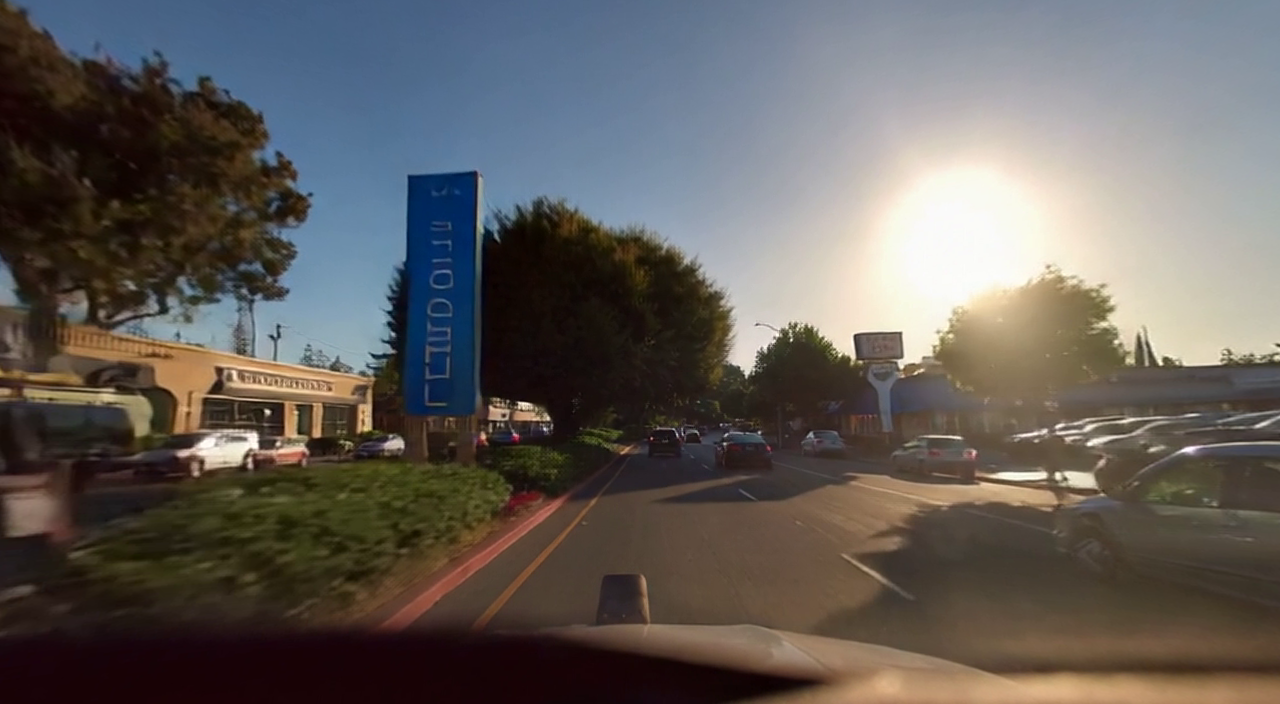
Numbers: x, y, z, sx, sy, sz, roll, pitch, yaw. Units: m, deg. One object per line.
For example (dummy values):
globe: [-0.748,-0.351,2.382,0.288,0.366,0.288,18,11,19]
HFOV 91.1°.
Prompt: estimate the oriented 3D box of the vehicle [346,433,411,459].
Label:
vehicle: [-17.781,6.375,42.961,2.034,1.532,5.548,1,-7,1]

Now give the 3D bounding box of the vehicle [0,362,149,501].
vehicle: [-18.196,2.199,17.338,2.811,3.604,7.566,0,-8,2]

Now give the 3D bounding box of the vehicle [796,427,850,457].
vehicle: [11.392,5.649,39.359,2.123,1.726,4.520,0,-8,1]

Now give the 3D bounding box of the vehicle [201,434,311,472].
vehicle: [-18.170,4.792,30.077,2.141,1.655,4.978,0,-8,0]

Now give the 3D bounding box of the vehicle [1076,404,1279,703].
vehicle: [4.033,0.867,2.140,1.908,1.463,4.506,0,-8,1]

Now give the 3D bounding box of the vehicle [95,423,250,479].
vehicle: [-18.230,3.892,24.928,1.948,1.965,5.421,0,-8,0]

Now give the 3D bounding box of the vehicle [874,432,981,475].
vehicle: [11.334,4.027,25.185,2.110,1.535,4.506,1,-8,-1]

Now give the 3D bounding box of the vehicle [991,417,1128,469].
vehicle: [16.581,3.649,25.205,2.066,1.840,4.862,1,-8,-1]

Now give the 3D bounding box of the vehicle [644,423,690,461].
vehicle: [1.276,4.418,30.794,2.098,1.682,3.778,0,-8,2]

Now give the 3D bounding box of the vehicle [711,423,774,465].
vehicle: [4.432,4.076,27.840,2.115,1.692,4.189,0,-8,0]
